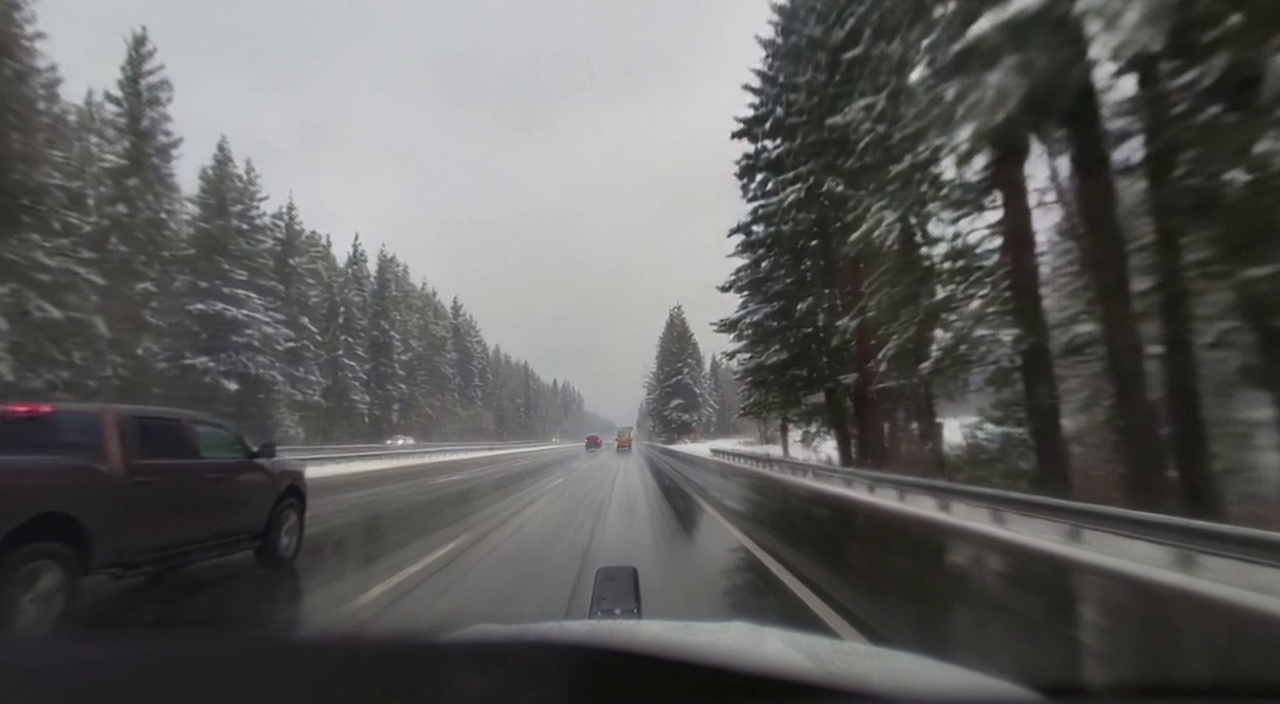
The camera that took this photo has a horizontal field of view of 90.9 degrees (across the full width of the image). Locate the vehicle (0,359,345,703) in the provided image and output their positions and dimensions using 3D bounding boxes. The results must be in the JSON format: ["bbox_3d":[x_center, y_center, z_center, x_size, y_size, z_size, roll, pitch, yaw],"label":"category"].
[{"bbox_3d":[-4.102,1.074,4.495,2.034,1.675,4.080,0,-8,-1],"label":"vehicle"}]
